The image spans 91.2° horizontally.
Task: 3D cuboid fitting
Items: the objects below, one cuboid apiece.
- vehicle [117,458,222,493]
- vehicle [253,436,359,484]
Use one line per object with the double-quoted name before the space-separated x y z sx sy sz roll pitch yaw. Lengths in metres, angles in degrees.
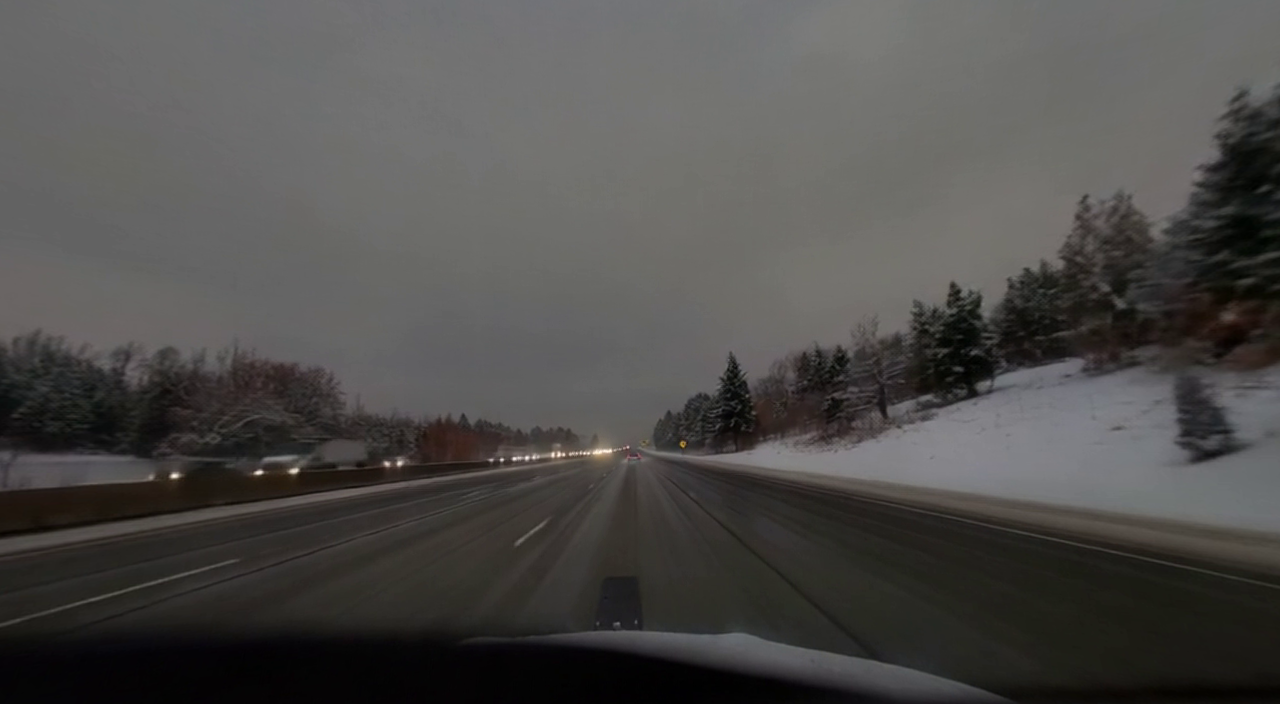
"vehicle" -26.275 6.880 35.276 2.016 1.742 5.039 0 -9 -1
"vehicle" -18.901 6.142 35.964 2.341 2.454 6.780 0 -9 0
